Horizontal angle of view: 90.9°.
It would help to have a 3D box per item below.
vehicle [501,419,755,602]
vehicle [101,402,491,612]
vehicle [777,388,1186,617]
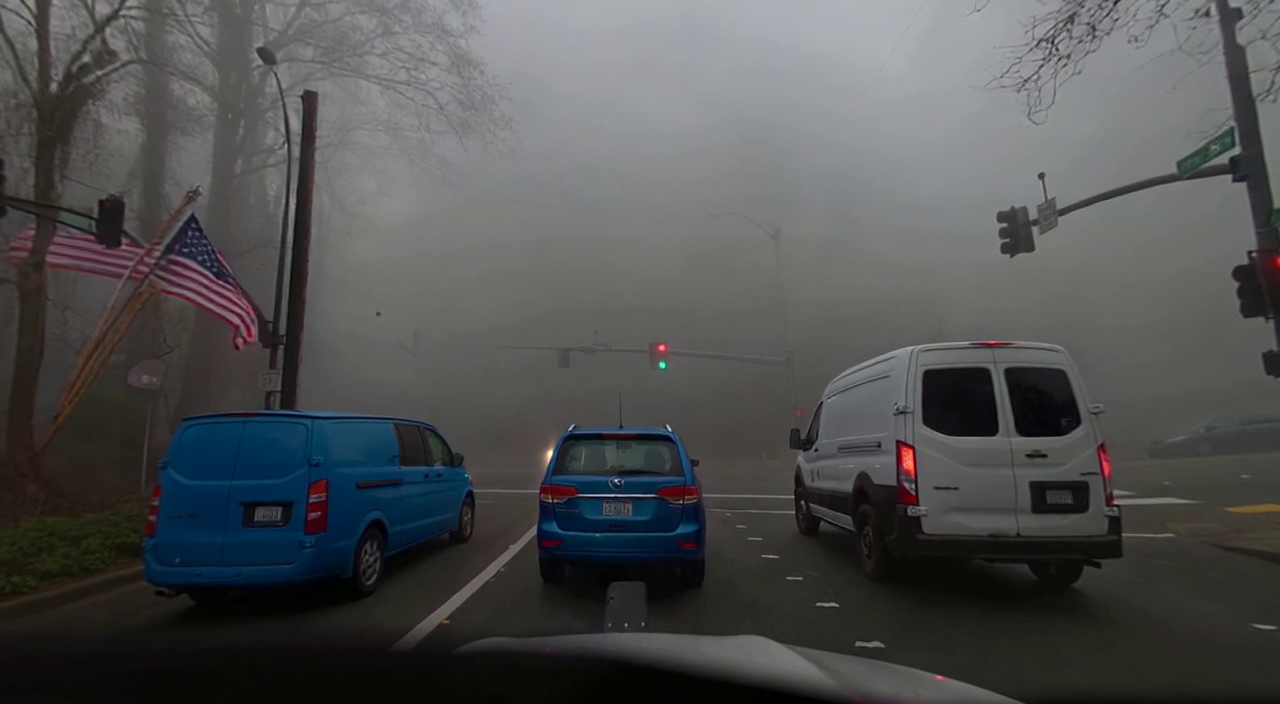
[{"bbox_3d":[-0.139,1.622,7.351,2.098,1.494,4.118,0,-9,-1],"label":"vehicle"},{"bbox_3d":[-3.294,1.559,7.195,2.024,1.677,3.998,-1,-9,3],"label":"vehicle"},{"bbox_3d":[3.100,1.483,7.117,2.178,1.746,4.400,0,-9,1],"label":"vehicle"}]
